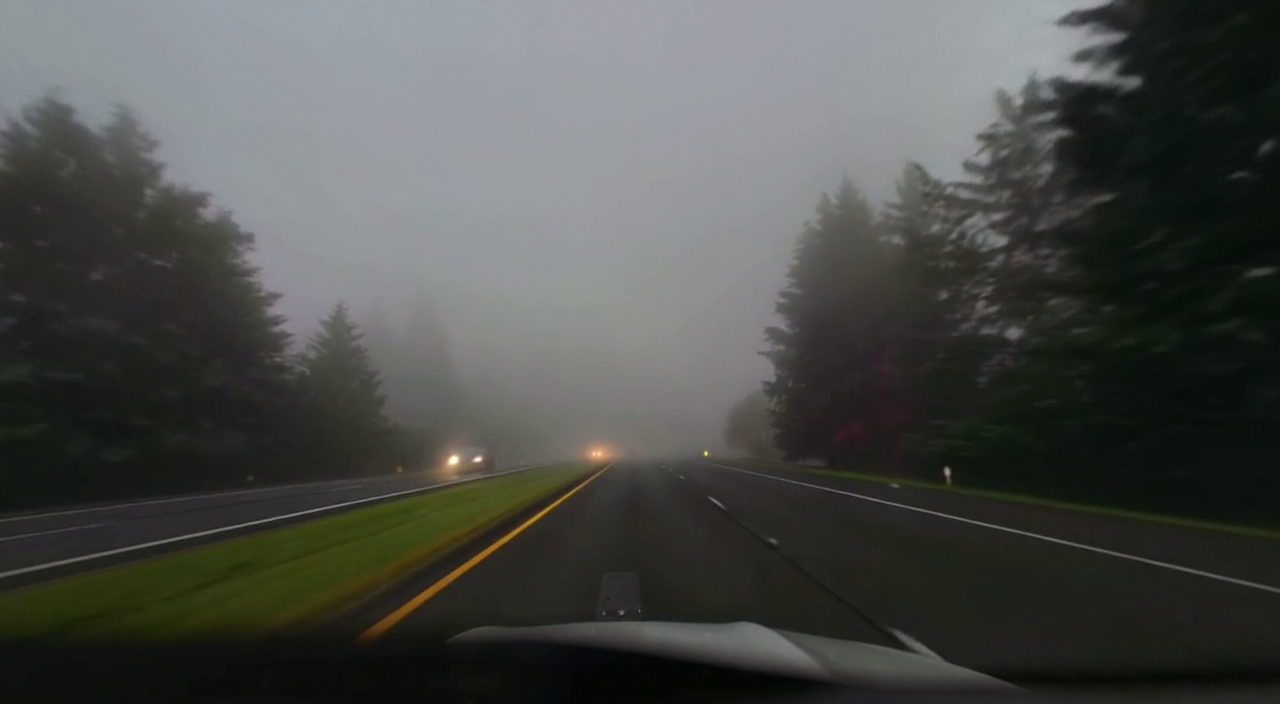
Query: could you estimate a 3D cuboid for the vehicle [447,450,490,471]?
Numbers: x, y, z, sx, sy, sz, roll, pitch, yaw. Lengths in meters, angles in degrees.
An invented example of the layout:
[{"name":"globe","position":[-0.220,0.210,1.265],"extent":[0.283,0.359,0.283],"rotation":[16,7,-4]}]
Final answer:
[{"name":"vehicle","position":[-12.896,8.172,47.666],"extent":[2.037,1.461,4.527],"rotation":[0,-9,0]}]
